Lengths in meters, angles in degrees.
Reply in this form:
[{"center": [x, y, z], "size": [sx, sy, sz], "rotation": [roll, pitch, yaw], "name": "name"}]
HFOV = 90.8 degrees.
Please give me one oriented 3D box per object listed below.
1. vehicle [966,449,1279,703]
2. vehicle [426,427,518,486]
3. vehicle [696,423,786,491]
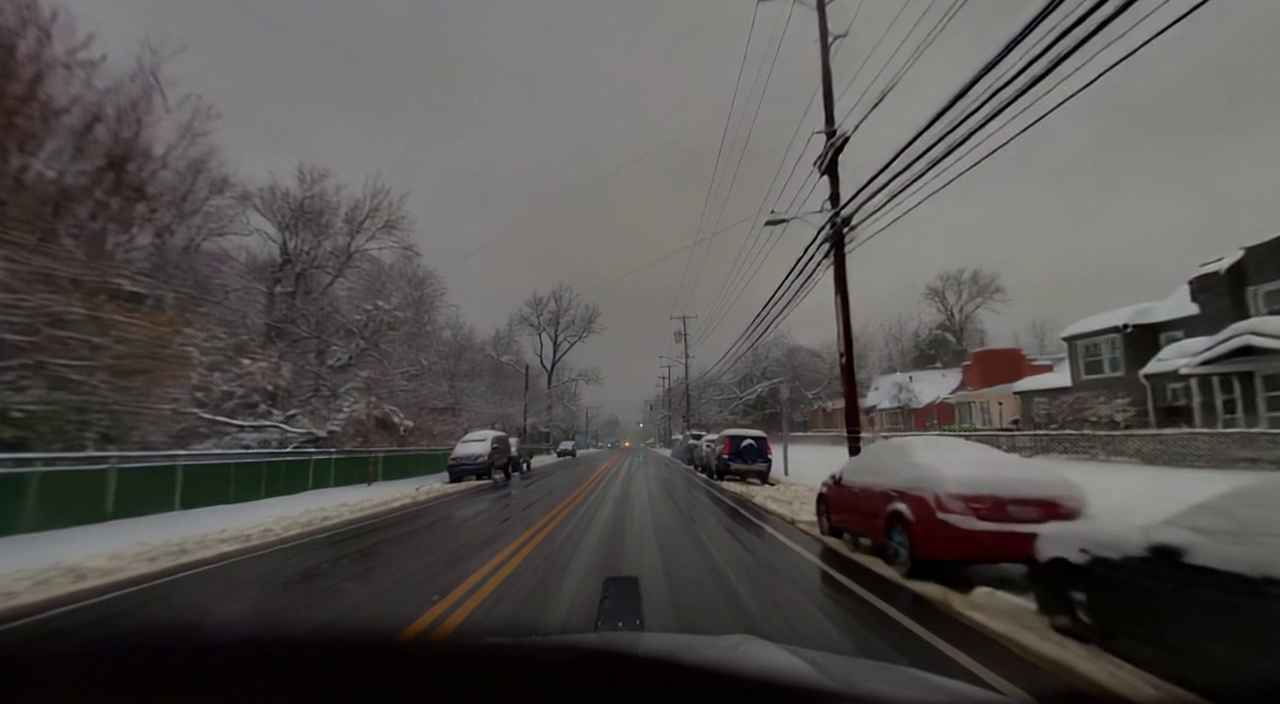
[{"center": [3.596, 1.141, 2.874], "size": [1.984, 1.342, 4.066], "rotation": [0, -8, -1], "name": "vehicle"}, {"center": [-6.700, 4.215, 25.921], "size": [2.268, 2.154, 5.321], "rotation": [0, -8, 0], "name": "vehicle"}, {"center": [3.277, 3.560, 21.722], "size": [2.053, 2.005, 5.495], "rotation": [0, -8, -1], "name": "vehicle"}]
